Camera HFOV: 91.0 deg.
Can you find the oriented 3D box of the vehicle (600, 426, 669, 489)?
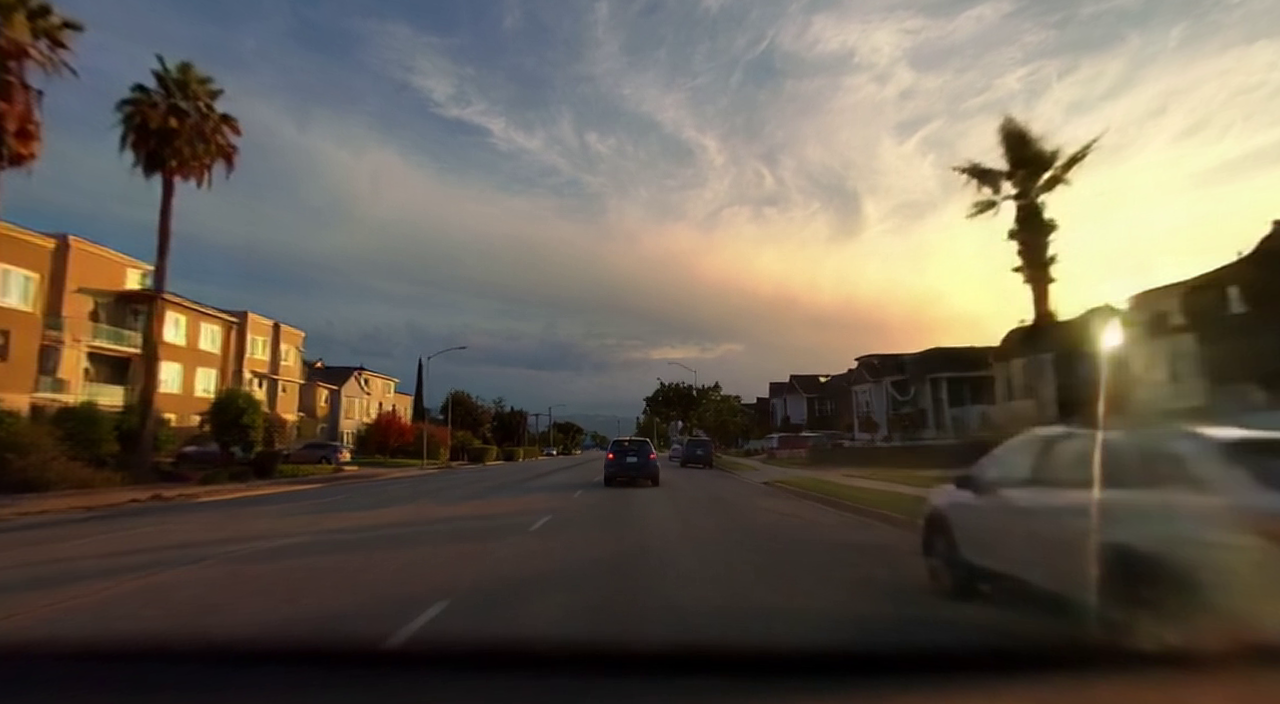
[{"bbox_3d":[-0.200,3.422,20.733,1.994,1.810,5.057,0,-8,-1],"label":"vehicle"}]

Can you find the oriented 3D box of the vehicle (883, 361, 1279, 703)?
[{"bbox_3d":[3.502,1.150,4.286,1.949,1.685,4.161,0,-8,-1],"label":"vehicle"}]

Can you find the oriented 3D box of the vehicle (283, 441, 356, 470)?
[{"bbox_3d":[-21.414,6.899,42.364,2.196,1.820,4.955,0,-8,1],"label":"vehicle"}]

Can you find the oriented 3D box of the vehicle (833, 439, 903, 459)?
[{"bbox_3d":[16.480,7.030,45.629,4.317,1.420,1.828,0,-8,0],"label":"vehicle"}]

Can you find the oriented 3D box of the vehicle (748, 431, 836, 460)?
[{"bbox_3d":[10.876,6.739,45.501,5.709,2.017,2.435,0,-8,-1],"label":"vehicle"}]

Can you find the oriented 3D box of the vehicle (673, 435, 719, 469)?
[{"bbox_3d":[3.408,6.203,39.227,2.416,1.922,5.023,0,-8,0],"label":"vehicle"}]
